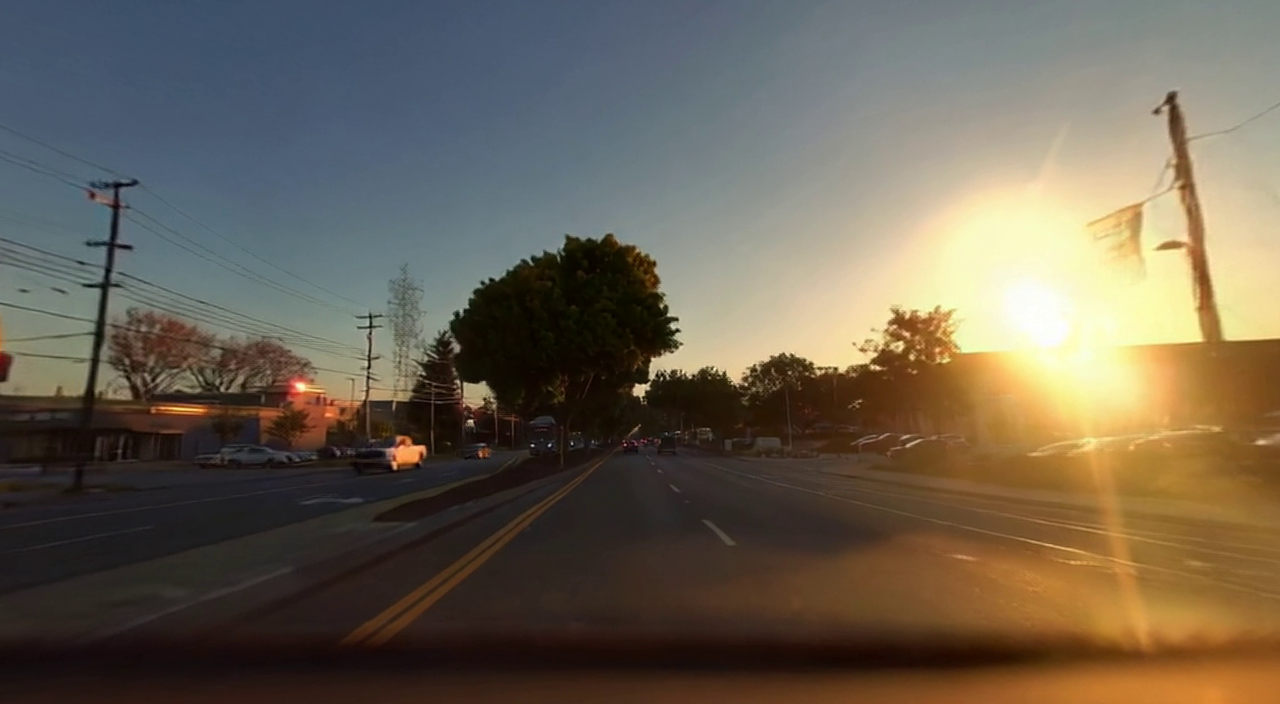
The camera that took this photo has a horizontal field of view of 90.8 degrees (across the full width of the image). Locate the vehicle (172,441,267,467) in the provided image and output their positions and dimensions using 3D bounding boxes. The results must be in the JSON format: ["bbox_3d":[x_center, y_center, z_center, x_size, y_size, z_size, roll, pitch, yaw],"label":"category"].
[{"bbox_3d":[-28.808,7.019,43.404,4.886,1.698,2.224,0,-8,-3],"label":"vehicle"}]

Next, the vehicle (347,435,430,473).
[{"bbox_3d":[-12.823,5.222,32.644,2.057,1.795,5.300,0,-8,1],"label":"vehicle"}]

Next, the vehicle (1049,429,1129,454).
[{"bbox_3d":[32.888,6.580,46.457,2.083,1.716,5.134,0,-8,0],"label":"vehicle"}]

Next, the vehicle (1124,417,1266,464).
[{"bbox_3d":[24.674,4.023,28.405,2.136,1.872,4.695,-1,-9,2],"label":"vehicle"}]

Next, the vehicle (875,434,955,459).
[{"bbox_3d":[17.848,6.176,41.131,4.264,1.428,1.822,-3,-9,4],"label":"vehicle"}]
